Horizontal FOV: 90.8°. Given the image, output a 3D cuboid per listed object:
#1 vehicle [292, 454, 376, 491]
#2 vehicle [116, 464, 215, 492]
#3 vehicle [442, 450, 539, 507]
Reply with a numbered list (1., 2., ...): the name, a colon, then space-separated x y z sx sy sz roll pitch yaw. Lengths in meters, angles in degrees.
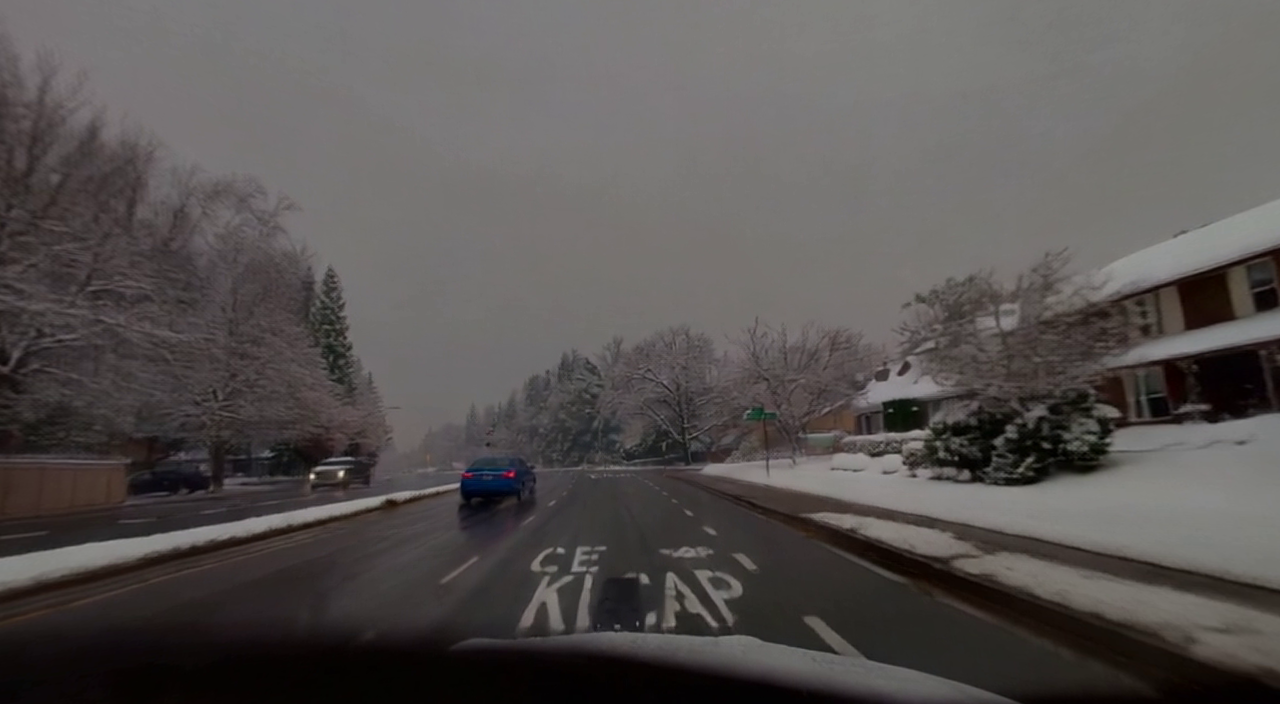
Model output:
1. vehicle: -19.178 7.520 40.069 2.544 2.065 6.253 0 -9 -4
2. vehicle: -30.733 8.205 41.073 4.582 1.683 1.974 3 -10 -12
3. vehicle: -4.415 3.796 19.412 1.980 1.508 4.502 0 -9 -2
